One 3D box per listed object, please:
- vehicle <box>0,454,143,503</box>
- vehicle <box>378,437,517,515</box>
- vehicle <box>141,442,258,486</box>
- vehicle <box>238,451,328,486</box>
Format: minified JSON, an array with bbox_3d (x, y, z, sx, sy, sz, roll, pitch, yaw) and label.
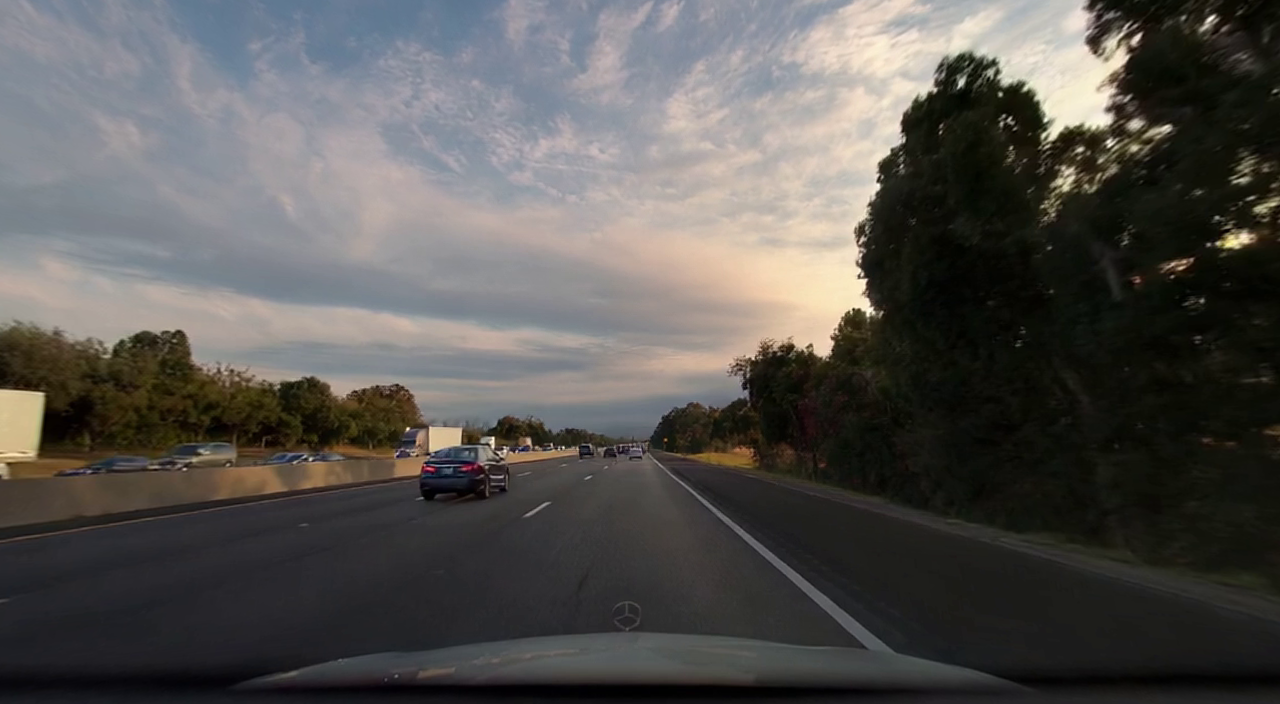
[{"bbox_3d":[-19.643,4.187,21.318,2.014,1.433,4.417,0,-9,1],"label":"vehicle"},{"bbox_3d":[-4.268,2.807,14.743,1.954,1.541,4.079,0,-9,0],"label":"vehicle"},{"bbox_3d":[-23.864,6.068,34.584,2.296,2.194,5.699,0,-9,0],"label":"vehicle"},{"bbox_3d":[-16.042,5.230,28.590,1.863,1.415,3.759,0,-9,0],"label":"vehicle"}]
